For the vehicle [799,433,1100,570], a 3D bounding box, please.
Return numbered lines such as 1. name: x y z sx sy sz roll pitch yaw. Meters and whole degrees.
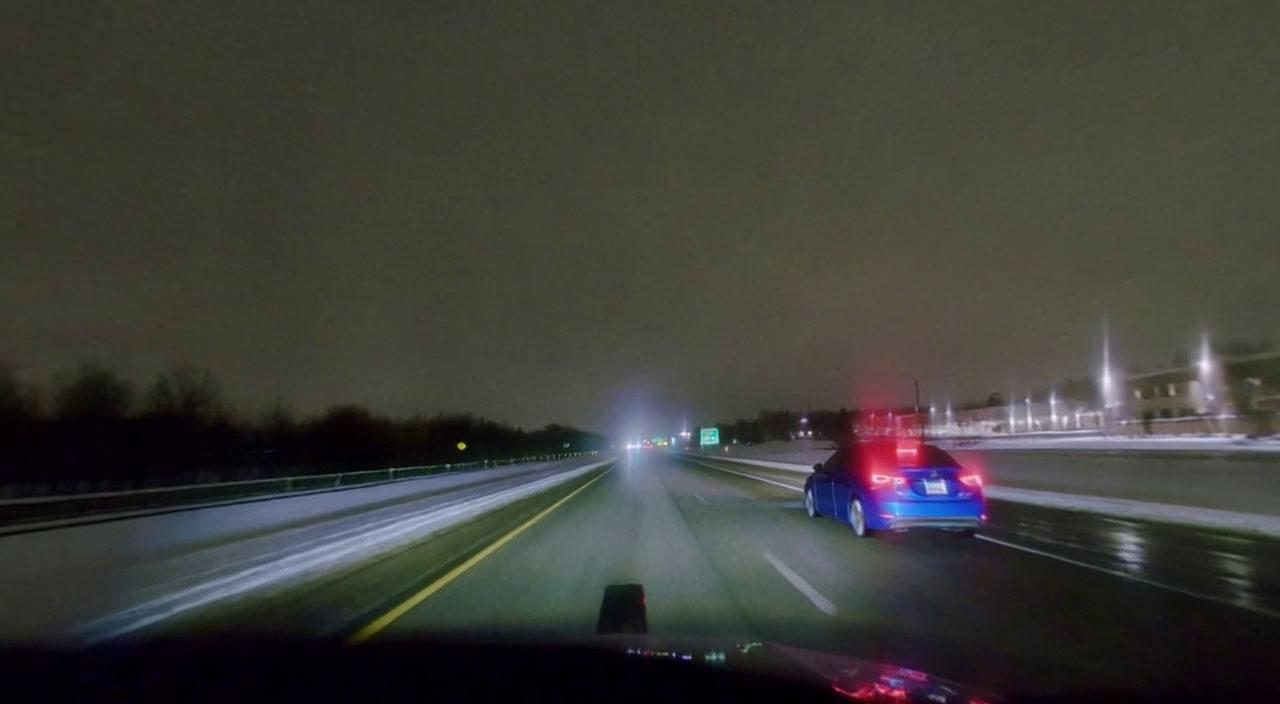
1. vehicle: 4.064 2.024 9.485 2.053 1.490 4.799 0 -8 -1
